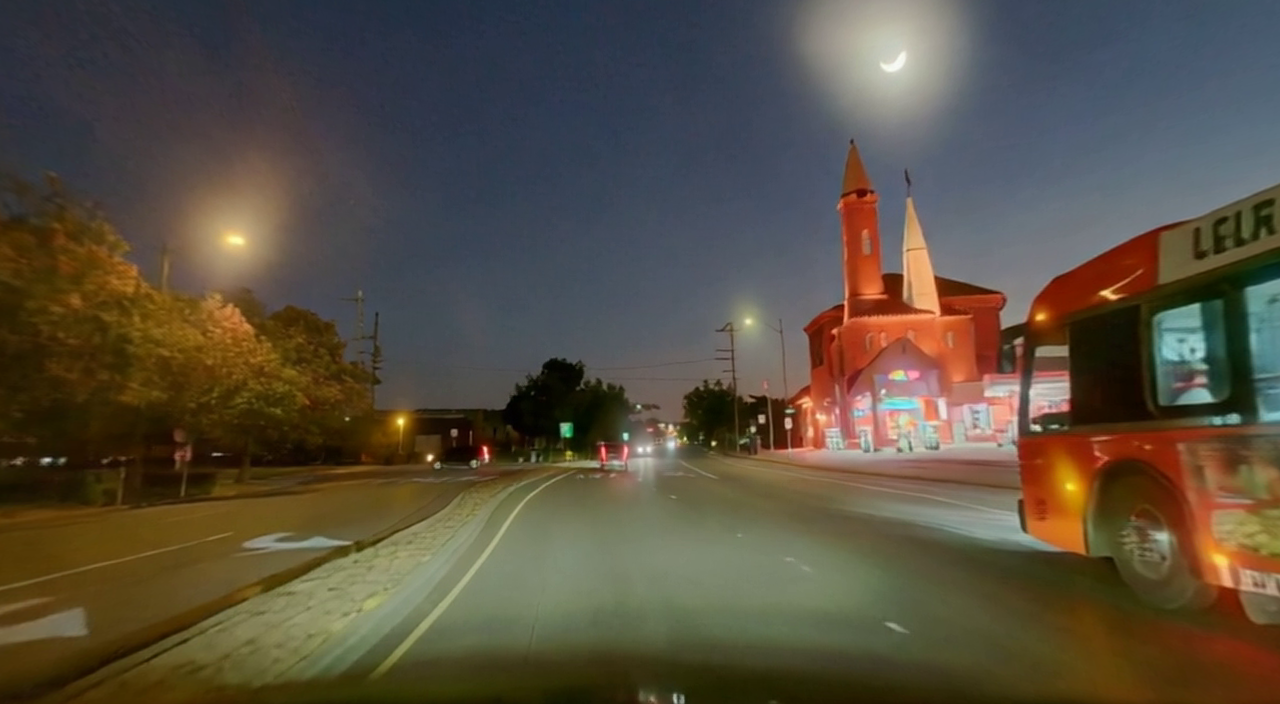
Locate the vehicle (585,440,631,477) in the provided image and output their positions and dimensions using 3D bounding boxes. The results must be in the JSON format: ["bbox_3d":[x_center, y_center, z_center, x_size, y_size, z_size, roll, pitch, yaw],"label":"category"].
[{"bbox_3d":[-1.514,5.085,30.396,2.032,1.621,4.082,0,-8,-2],"label":"vehicle"}]

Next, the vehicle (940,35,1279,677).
[{"bbox_3d":[4.838,-0.369,0.760,3.028,3.353,12.630,-1,-8,1],"label":"vehicle"}]
